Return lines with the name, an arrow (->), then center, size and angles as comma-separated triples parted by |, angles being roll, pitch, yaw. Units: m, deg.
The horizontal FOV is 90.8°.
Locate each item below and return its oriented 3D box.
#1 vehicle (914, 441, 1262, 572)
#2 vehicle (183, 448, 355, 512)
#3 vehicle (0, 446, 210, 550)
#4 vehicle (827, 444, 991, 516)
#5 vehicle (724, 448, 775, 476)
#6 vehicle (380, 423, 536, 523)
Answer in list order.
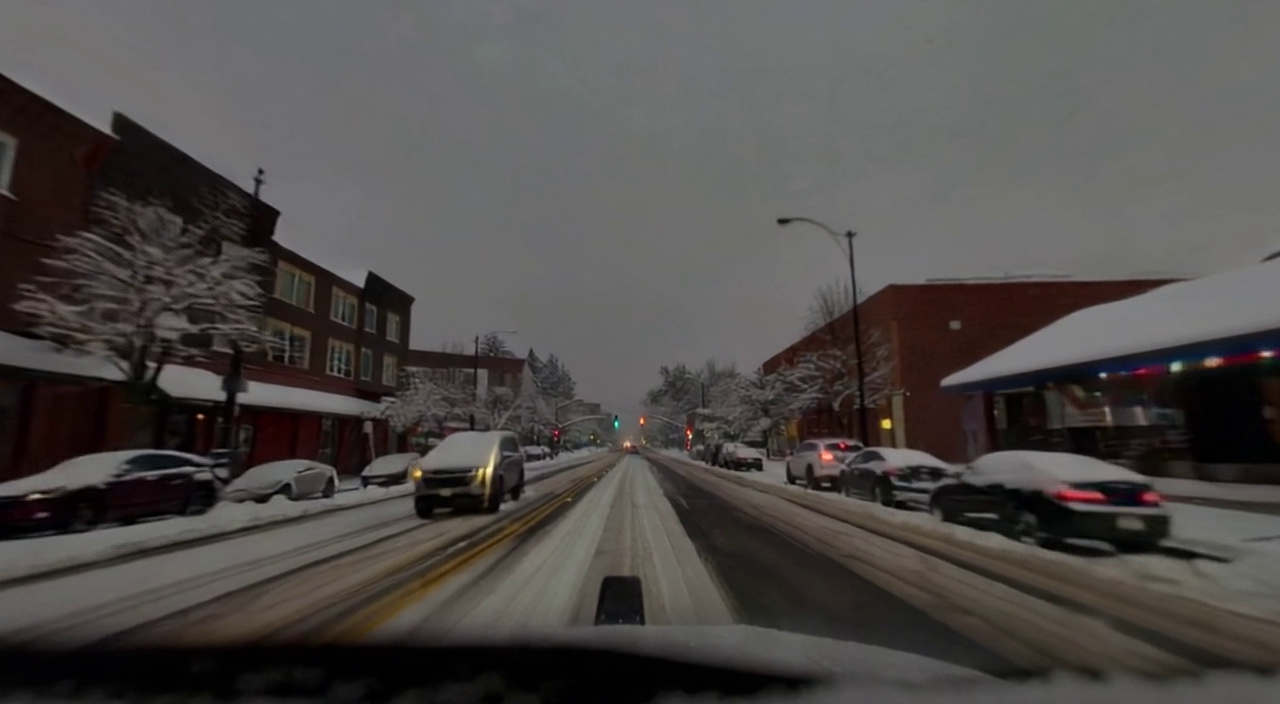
vehicle -> 6.185, 2.121, 9.661 | 1.837, 1.482, 4.706 | 0, -8, 0
vehicle -> -9.960, 3.430, 17.518 | 1.886, 1.493, 4.689 | 0, -8, 1
vehicle -> -10.193, 2.507, 11.562 | 1.812, 1.531, 3.934 | 0, -8, 1
vehicle -> 6.261, 2.988, 15.377 | 1.966, 1.472, 4.363 | 0, -8, -2
vehicle -> 6.144, 6.218, 36.039 | 1.902, 1.484, 4.714 | 0, -8, -2
vehicle -> -3.514, 2.405, 13.122 | 1.980, 1.718, 4.120 | 0, -8, 0
